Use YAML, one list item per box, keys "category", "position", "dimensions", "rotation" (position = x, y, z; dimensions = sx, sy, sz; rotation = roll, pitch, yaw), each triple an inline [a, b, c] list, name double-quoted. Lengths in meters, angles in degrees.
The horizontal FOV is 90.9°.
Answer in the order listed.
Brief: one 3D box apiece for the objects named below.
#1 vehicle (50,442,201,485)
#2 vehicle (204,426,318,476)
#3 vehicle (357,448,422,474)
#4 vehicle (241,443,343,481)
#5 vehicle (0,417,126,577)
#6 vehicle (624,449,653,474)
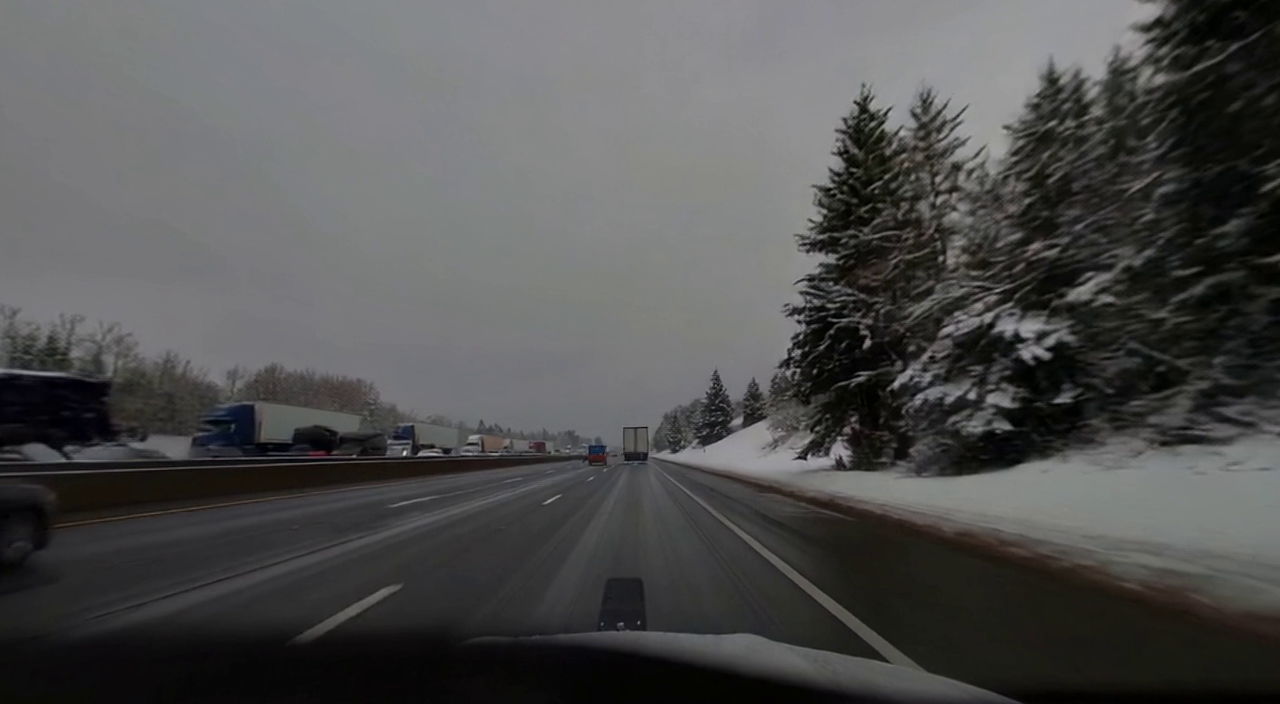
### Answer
- category: "vehicle"
  position: [-19.306, 4.196, 23.986]
  dimensions: [1.948, 1.434, 4.490]
  rotation: [0, -9, 0]
- category: "vehicle"
  position: [-19.109, 5.053, 32.241]
  dimensions: [2.223, 2.287, 5.862]
  rotation: [0, -9, -1]
- category: "vehicle"
  position: [-14.562, 6.353, 36.918]
  dimensions: [1.976, 1.423, 4.416]
  rotation: [0, -9, 0]
- category: "vehicle"
  position: [-14.389, 4.572, 26.368]
  dimensions: [1.891, 1.426, 4.156]
  rotation: [0, -9, -1]
- category: "vehicle"
  position: [-7.632, 1.385, 5.768]
  dimensions: [2.004, 1.629, 4.506]
  rotation: [0, -9, 0]
- category: "vehicle"
  position: [-0.128, 7.819, 45.057]
  dimensions: [2.009, 1.657, 3.962]
  rotation: [0, -9, -1]
